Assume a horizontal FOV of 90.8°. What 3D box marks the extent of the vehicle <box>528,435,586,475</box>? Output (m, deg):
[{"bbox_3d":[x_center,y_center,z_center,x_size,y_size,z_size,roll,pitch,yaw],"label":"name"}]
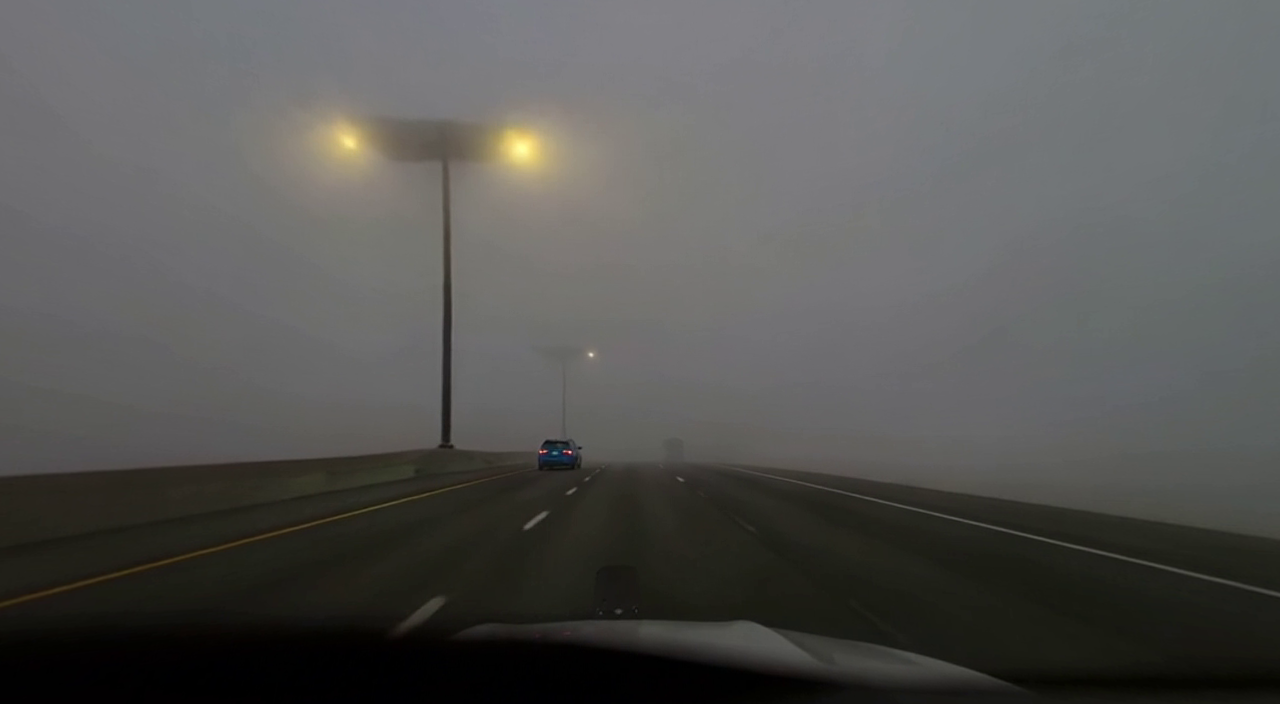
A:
[{"bbox_3d":[-3.963,5.027,31.103,2.205,1.773,5.124,0,-9,0],"label":"vehicle"}]
